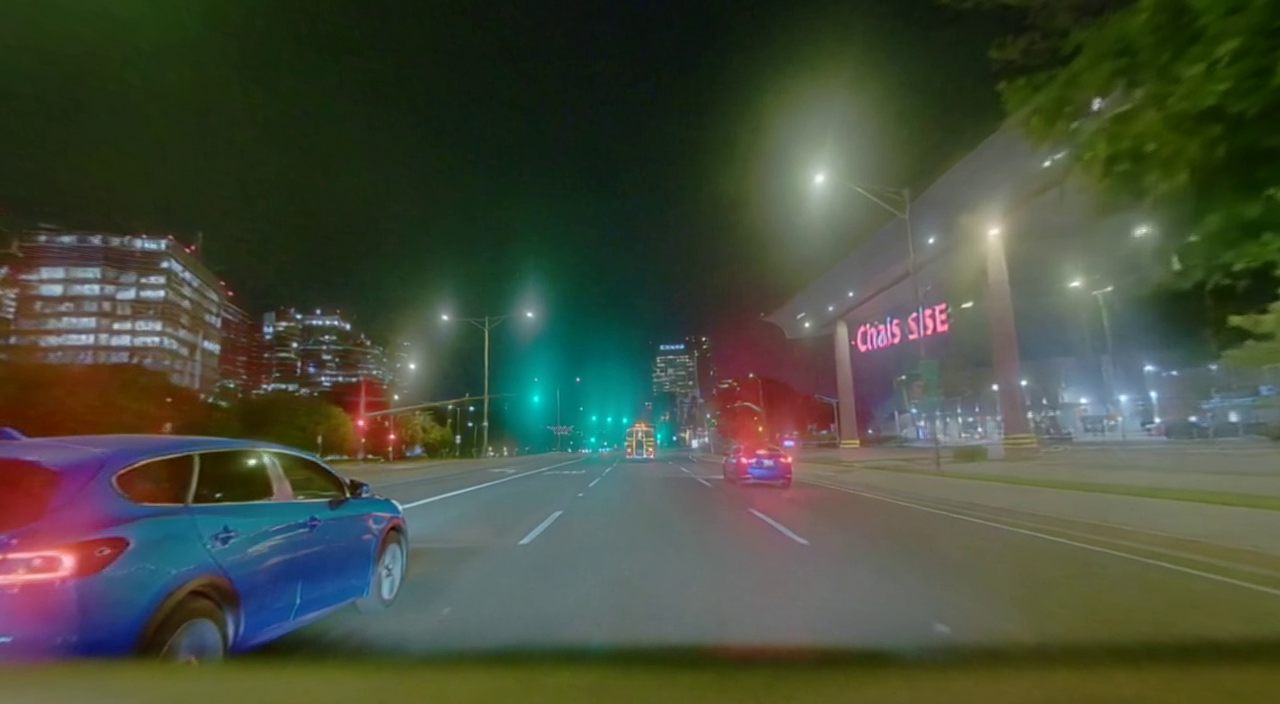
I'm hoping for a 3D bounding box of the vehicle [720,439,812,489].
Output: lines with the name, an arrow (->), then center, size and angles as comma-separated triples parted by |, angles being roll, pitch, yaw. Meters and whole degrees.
vehicle -> 4.013, 3.660, 20.968 | 2.005, 1.442, 4.675 | 0, -8, -1
